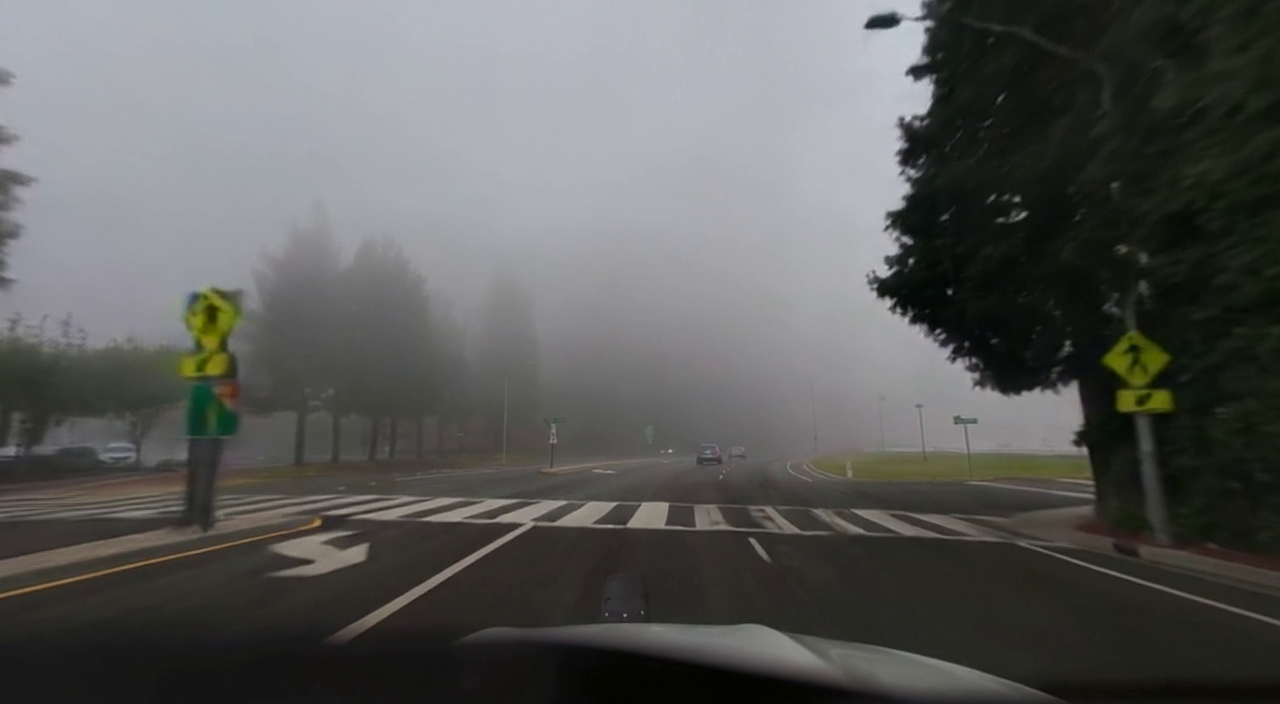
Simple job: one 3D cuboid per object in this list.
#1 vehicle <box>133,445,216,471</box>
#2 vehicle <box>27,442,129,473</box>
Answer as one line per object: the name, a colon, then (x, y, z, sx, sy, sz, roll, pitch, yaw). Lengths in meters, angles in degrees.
vehicle: (-32.463, 7.383, 43.993, 4.787, 1.709, 2.164, -3, -9, 19)
vehicle: (-33.974, 6.348, 38.148, 4.856, 1.795, 2.030, -2, -9, 14)
